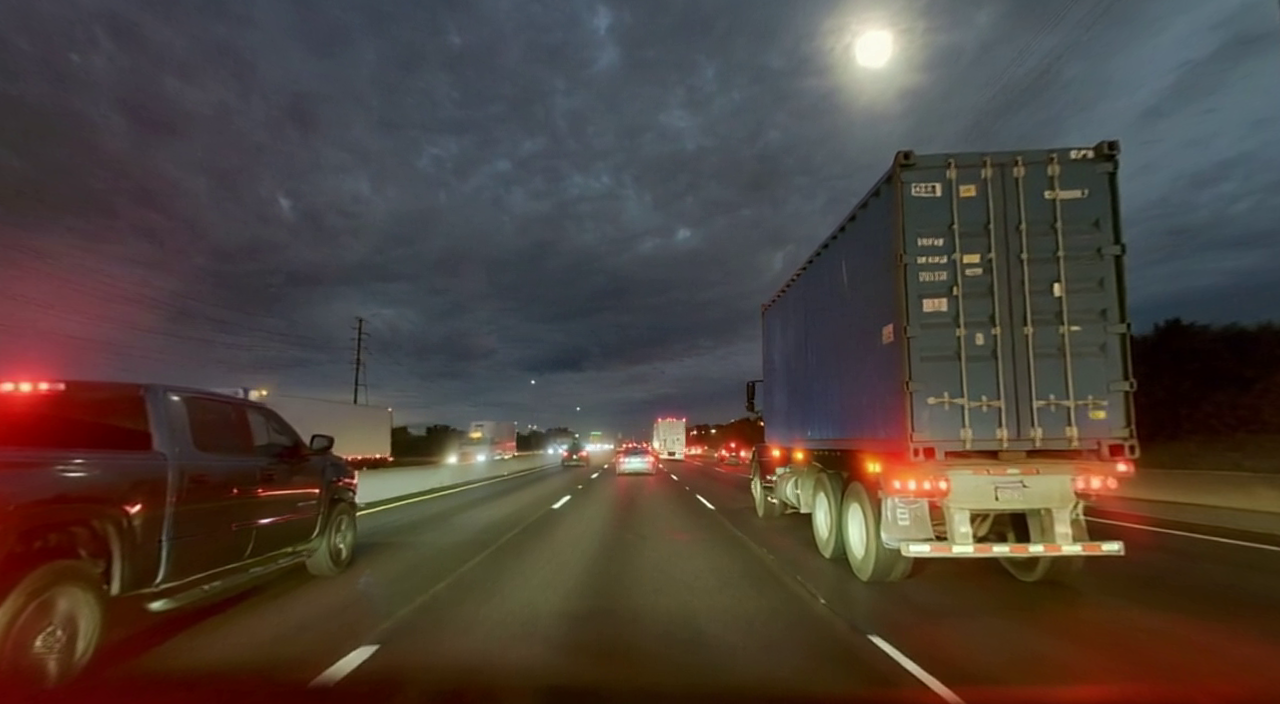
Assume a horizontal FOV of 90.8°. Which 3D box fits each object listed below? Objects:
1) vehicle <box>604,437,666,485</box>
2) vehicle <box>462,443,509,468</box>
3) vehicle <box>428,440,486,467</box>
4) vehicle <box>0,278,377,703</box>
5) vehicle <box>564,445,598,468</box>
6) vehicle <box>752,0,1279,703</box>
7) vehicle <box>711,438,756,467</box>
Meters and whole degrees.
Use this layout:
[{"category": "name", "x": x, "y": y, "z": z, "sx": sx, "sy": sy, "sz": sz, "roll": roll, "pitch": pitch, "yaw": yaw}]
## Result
[{"category": "vehicle", "x": -0.211, "y": 4.172, "z": 24.471, "sx": 2.191, "sy": 1.685, "sz": 4.015, "roll": 0, "pitch": -9, "yaw": -1}, {"category": "vehicle", "x": -10.642, "y": 7.183, "z": 43.968, "sx": 1.975, "sy": 1.590, "sz": 5.050, "roll": 0, "pitch": -9, "yaw": 1}, {"category": "vehicle", "x": -14.097, "y": 7.840, "z": 49.052, "sx": 2.690, "sy": 1.920, "sz": 6.277, "roll": 0, "pitch": -9, "yaw": -1}, {"category": "vehicle", "x": -3.943, "y": 0.828, "z": 3.492, "sx": 2.323, "sy": 2.046, "sz": 6.006, "roll": 0, "pitch": -9, "yaw": 1}, {"category": "vehicle", "x": -4.040, "y": 7.253, "z": 43.926, "sx": 2.025, "sy": 1.498, "sz": 4.675, "roll": 0, "pitch": -9, "yaw": -1}, {"category": "vehicle", "x": 3.437, "y": 0.349, "z": 6.352, "sx": 3.013, "sy": 3.940, "sz": 7.933, "roll": 0, "pitch": -9, "yaw": -1}, {"category": "vehicle", "x": 6.819, "y": 7.416, "z": 46.637, "sx": 2.302, "sy": 1.973, "sz": 5.502, "roll": 0, "pitch": -9, "yaw": -2}]
